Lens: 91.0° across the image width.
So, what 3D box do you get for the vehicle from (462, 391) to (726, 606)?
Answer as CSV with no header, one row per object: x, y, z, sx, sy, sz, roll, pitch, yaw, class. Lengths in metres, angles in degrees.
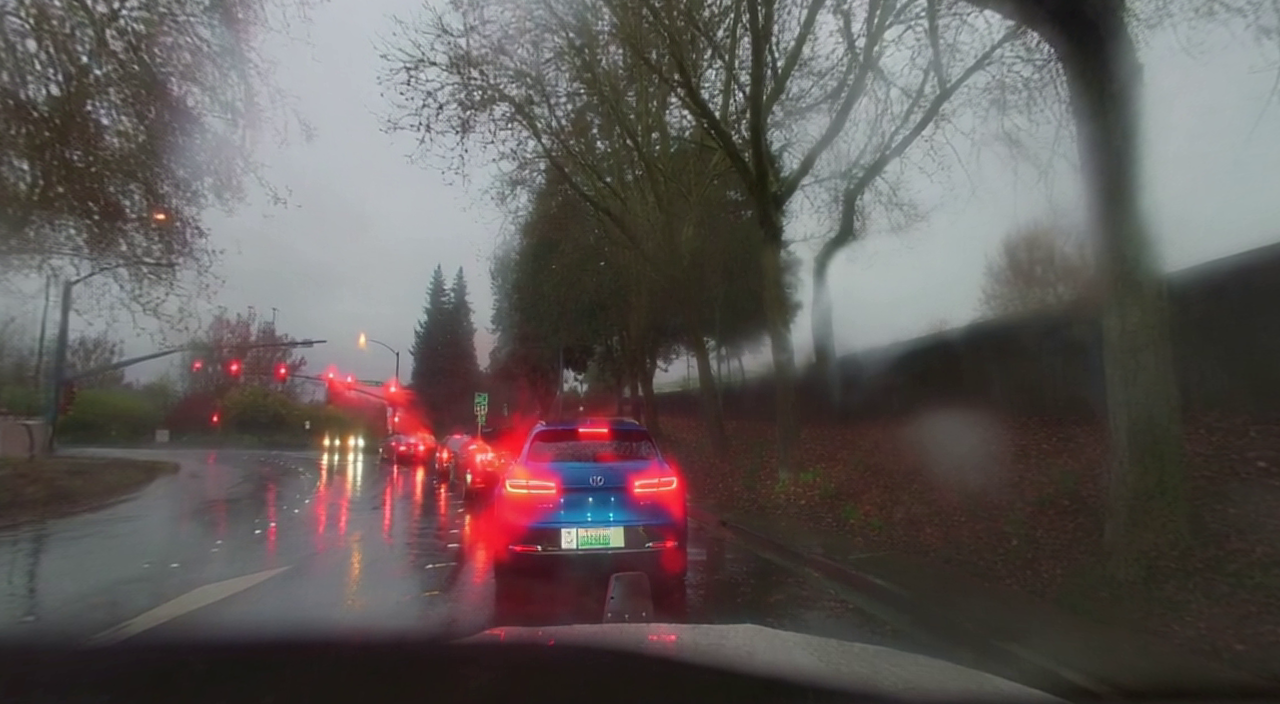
-0.674,1.462,7.202,2.134,1.671,4.147,1,-8,-9,vehicle

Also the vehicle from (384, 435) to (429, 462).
-13.748,5.646,36.904,1.863,1.488,4.426,4,-9,-27,vehicle

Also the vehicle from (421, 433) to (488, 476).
-7.286,3.953,24.483,1.902,1.536,3.662,4,-9,-25,vehicle
